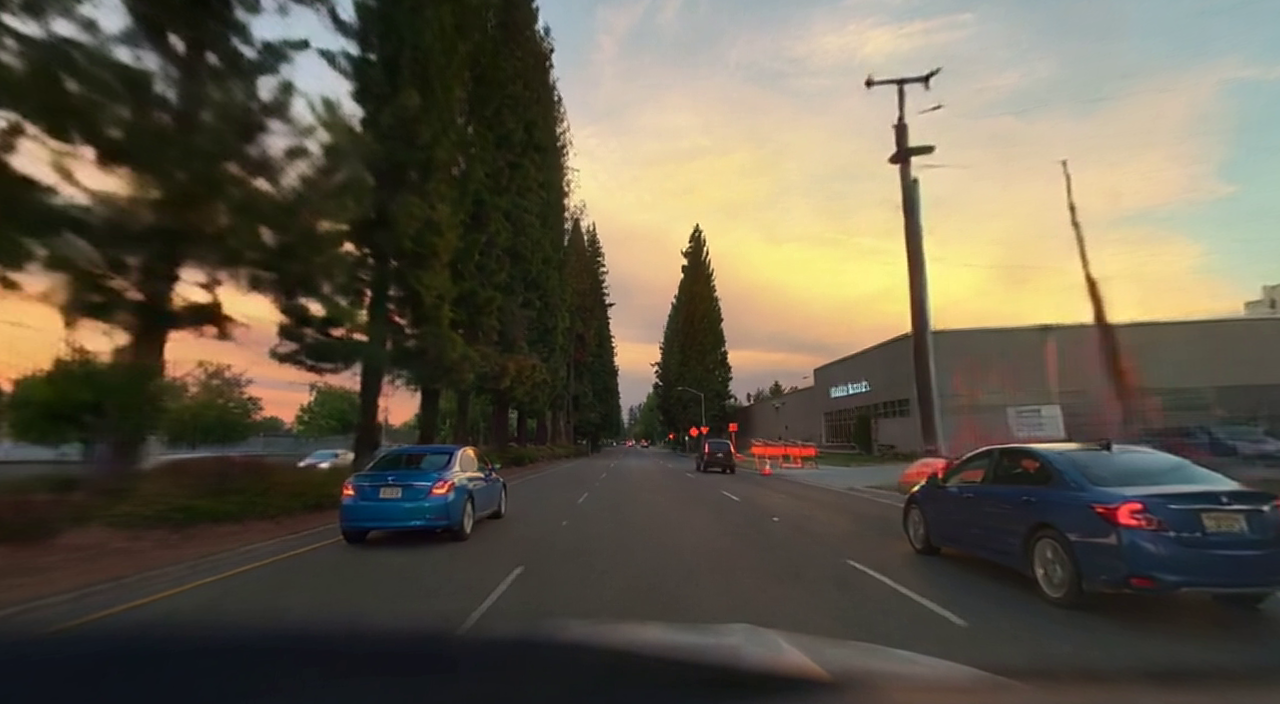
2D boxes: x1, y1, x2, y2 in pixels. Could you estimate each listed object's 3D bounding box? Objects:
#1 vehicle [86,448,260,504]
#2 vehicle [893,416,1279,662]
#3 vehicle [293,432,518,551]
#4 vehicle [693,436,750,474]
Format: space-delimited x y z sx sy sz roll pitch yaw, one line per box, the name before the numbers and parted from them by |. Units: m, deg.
vehicle | -14.103 3.732 19.521 1.883 1.504 4.536 0 -9 1
vehicle | 4.066 1.426 5.823 1.827 1.491 3.743 0 -9 -1
vehicle | -3.348 2.066 10.059 2.020 1.474 4.098 0 -9 0
vehicle | 4.069 5.238 32.332 2.159 1.793 4.735 0 -9 -2
